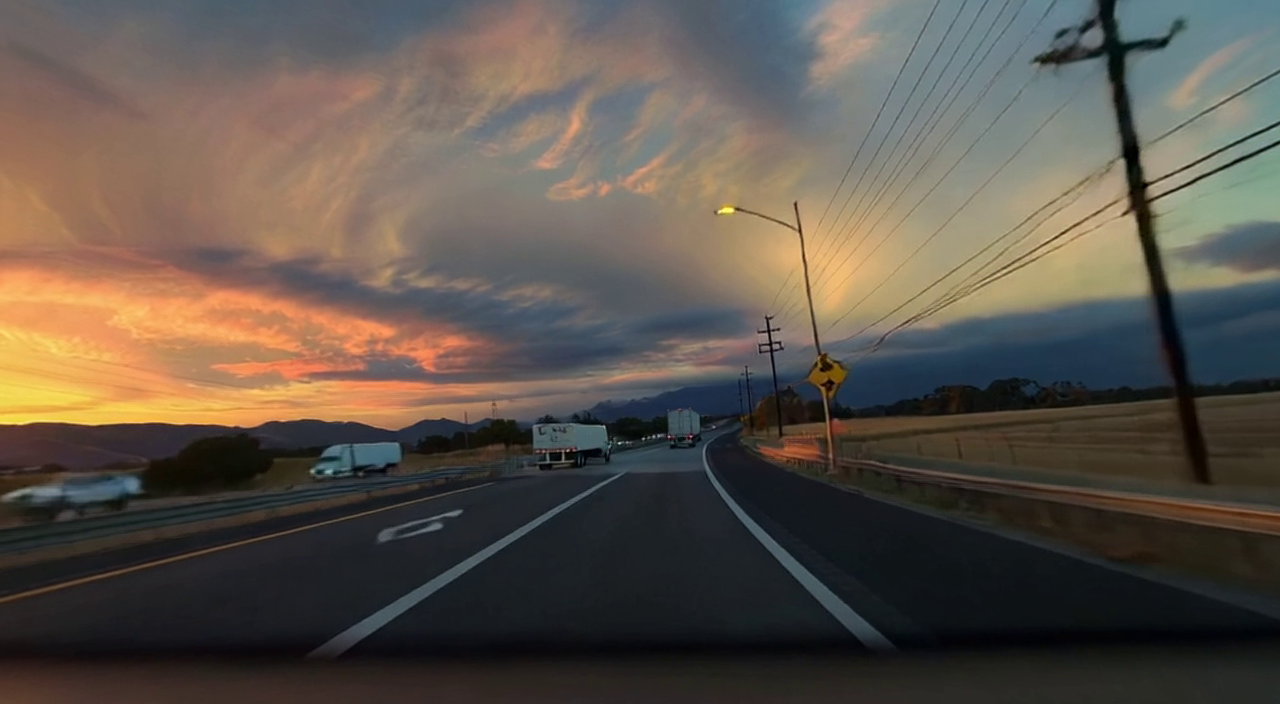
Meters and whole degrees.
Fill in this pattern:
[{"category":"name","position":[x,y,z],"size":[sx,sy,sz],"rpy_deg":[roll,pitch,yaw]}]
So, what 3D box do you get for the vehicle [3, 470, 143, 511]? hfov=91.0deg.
[{"category":"vehicle","position":[-31.104,7.575,34.840],"size":[2.205,1.827,5.323],"rpy_deg":[-2,-9,12]}]
